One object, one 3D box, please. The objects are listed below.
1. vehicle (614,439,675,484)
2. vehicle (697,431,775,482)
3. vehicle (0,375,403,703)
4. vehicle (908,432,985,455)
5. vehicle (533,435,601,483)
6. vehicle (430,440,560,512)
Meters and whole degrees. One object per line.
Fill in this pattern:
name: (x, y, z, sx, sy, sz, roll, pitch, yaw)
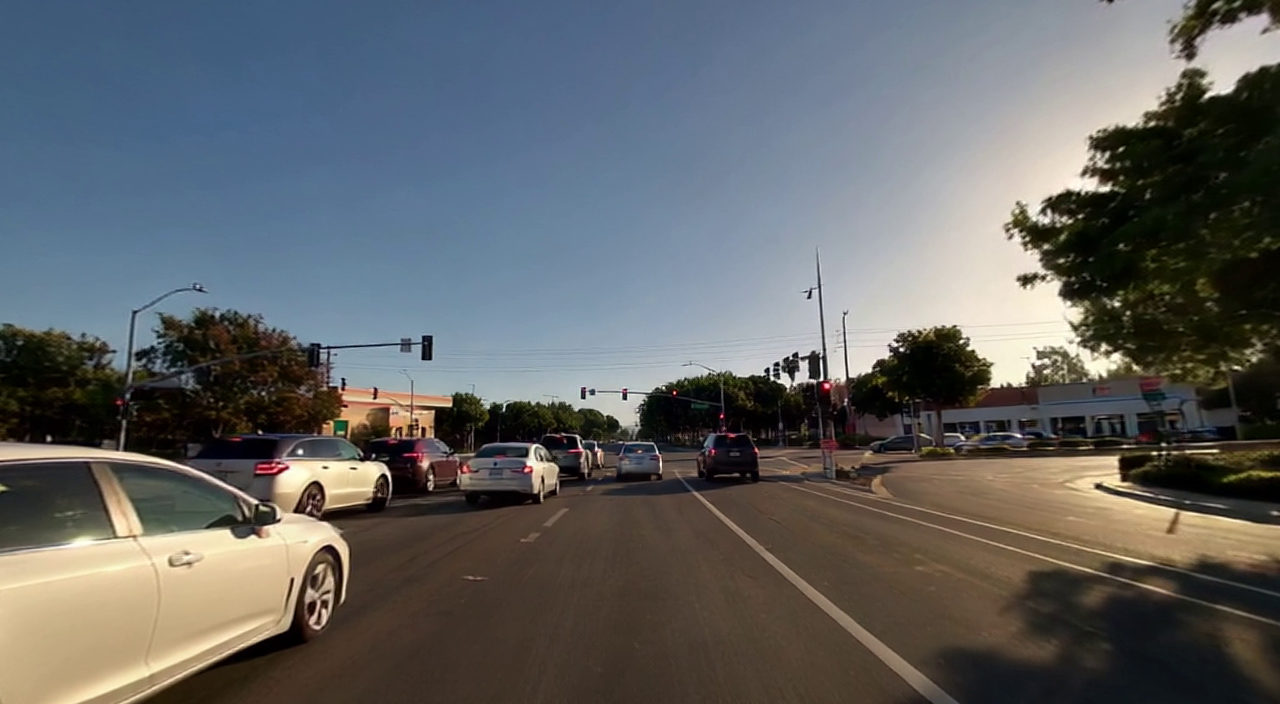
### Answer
vehicle: (0.182, 4.017, 23.318, 2.032, 1.499, 3.994, 0, -9, 1)
vehicle: (3.404, 3.844, 23.326, 2.076, 1.691, 4.402, 0, -9, -2)
vehicle: (-3.108, 0.942, 2.621, 2.249, 1.517, 4.951, 0, -9, 1)
vehicle: (23.386, 7.000, 48.125, 4.781, 1.700, 1.986, 0, -9, 1)
vehicle: (-2.770, 4.184, 24.841, 2.072, 1.694, 4.070, 0, -9, 2)
vehicle: (-3.302, 2.922, 15.310, 2.014, 1.472, 4.357, 0, -9, 2)
